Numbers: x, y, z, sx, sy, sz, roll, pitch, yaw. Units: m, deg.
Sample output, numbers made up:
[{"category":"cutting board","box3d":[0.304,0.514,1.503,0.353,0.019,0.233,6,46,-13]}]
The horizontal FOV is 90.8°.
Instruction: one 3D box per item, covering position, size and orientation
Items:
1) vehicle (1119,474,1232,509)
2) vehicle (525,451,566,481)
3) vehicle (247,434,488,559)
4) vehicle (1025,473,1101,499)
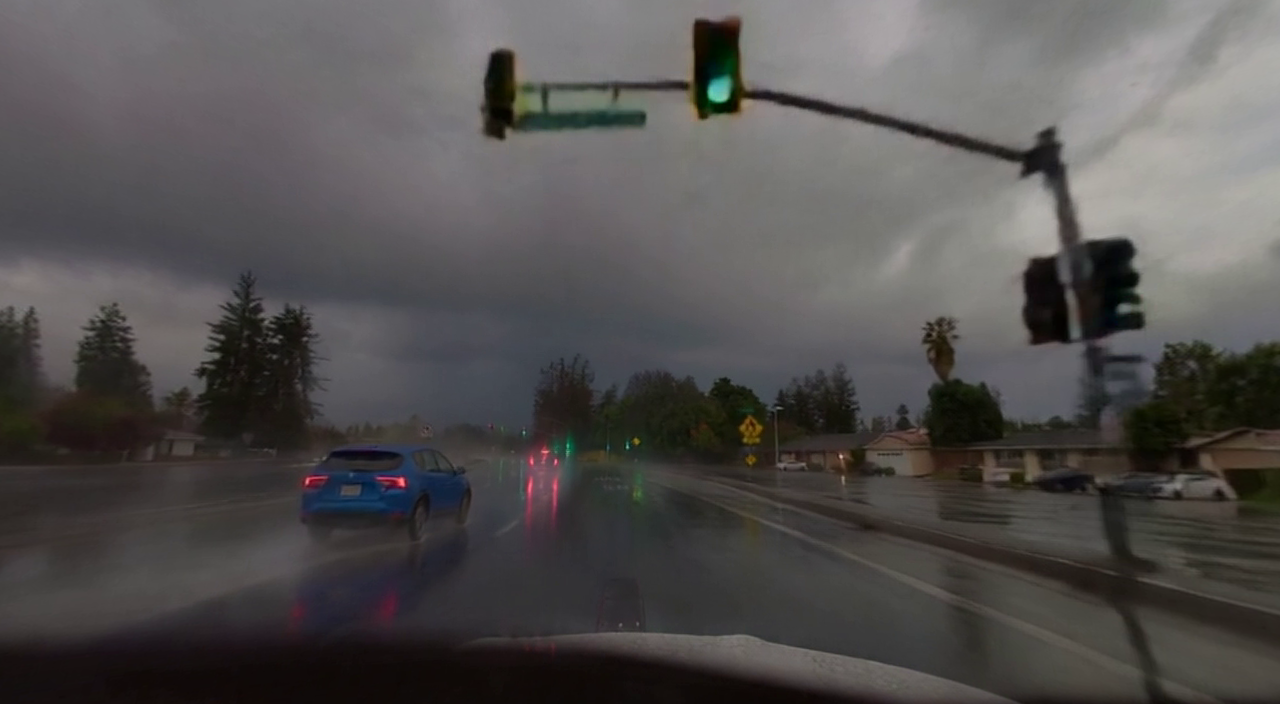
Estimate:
[{"category":"vehicle","box3d":[33.915,8.828,40.263,2.073,1.767,5.346,1,-8,-8]},{"category":"vehicle","box3d":[-5.063,6.119,34.282,1.904,1.476,3.736,0,-9,-4]},{"category":"vehicle","box3d":[-4.131,2.241,10.636,2.098,1.613,4.606,0,-8,-2]},{"category":"vehicle","box3d":[32.430,10.238,48.662,1.967,1.647,4.948,1,-9,-8]}]
